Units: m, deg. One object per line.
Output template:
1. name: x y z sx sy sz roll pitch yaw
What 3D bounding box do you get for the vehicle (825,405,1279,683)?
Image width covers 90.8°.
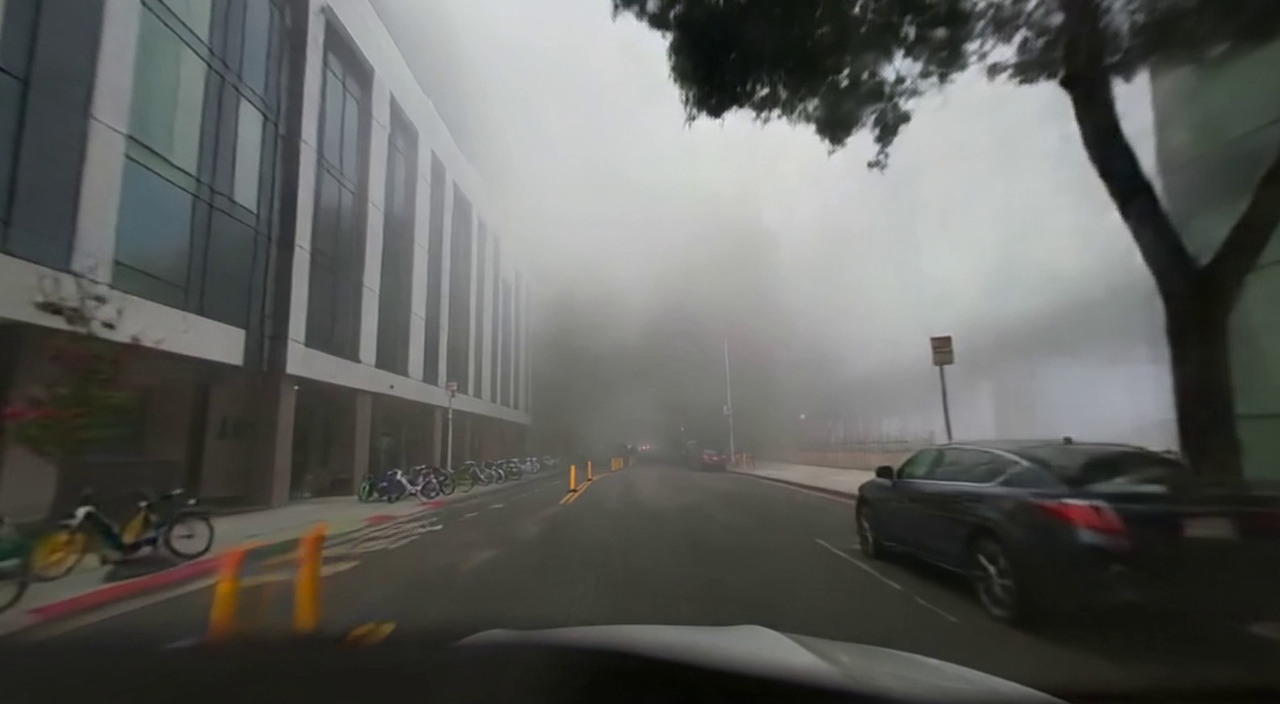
1. vehicle: 3.427 1.377 5.874 1.963 1.445 4.948 -1 -8 1

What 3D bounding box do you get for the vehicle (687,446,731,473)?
1. vehicle: 3.890 6.133 36.337 2.020 1.448 4.220 -1 -8 -1
